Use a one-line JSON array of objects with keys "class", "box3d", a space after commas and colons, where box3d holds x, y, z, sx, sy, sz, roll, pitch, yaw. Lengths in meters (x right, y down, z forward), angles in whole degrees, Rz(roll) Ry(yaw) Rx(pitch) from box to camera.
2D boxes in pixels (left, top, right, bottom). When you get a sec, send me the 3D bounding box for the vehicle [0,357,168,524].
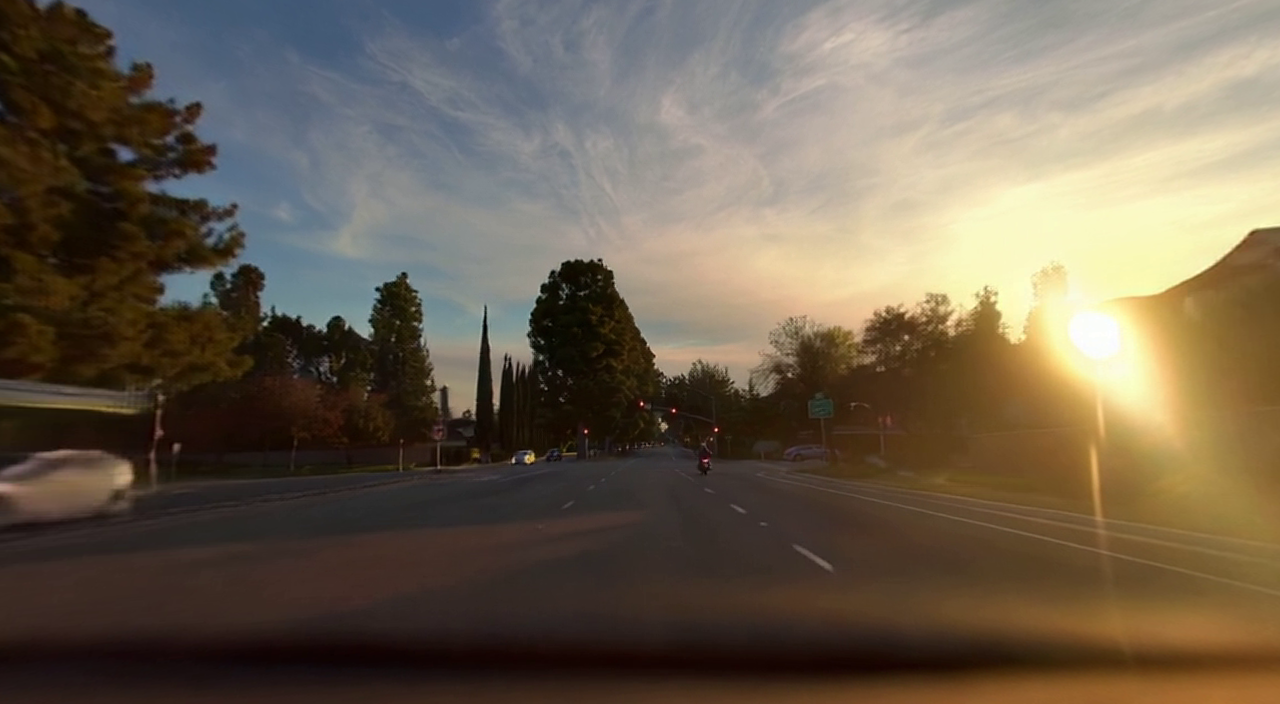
[{"class": "vehicle", "box3d": [-17.349, 1.770, 12.711, 2.892, 4.104, 16.689, 0, -8, 0]}]
